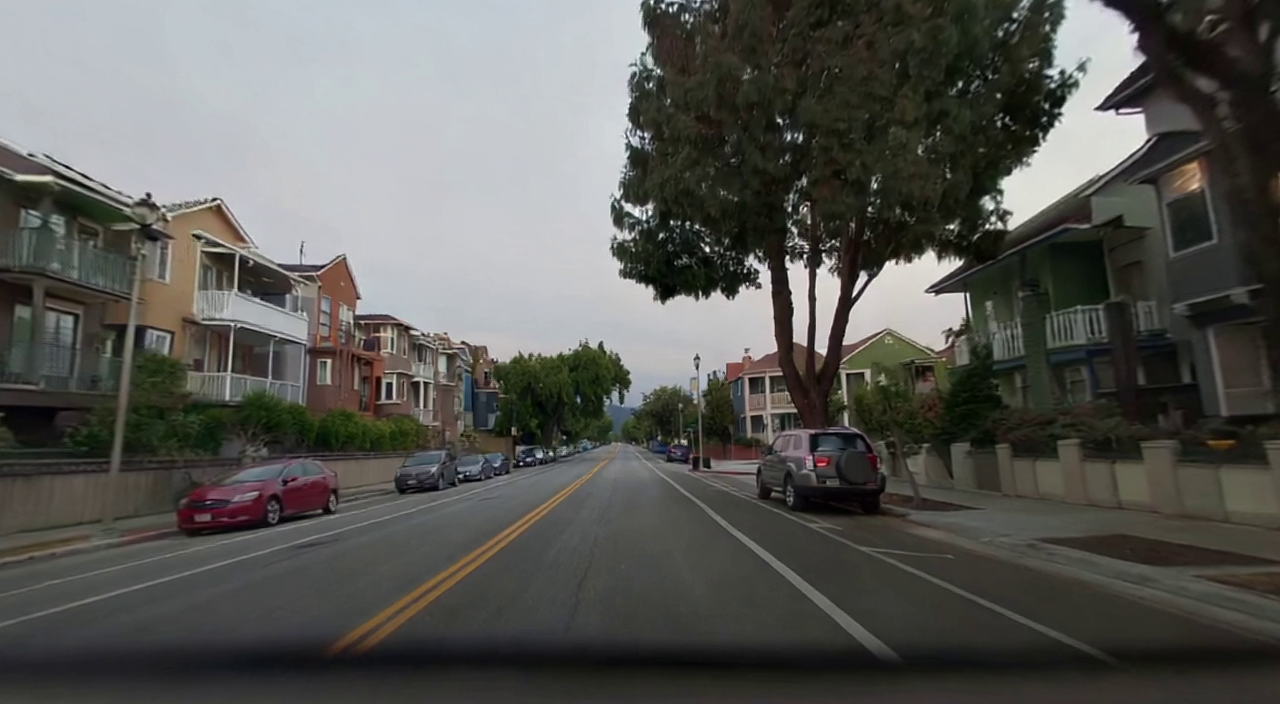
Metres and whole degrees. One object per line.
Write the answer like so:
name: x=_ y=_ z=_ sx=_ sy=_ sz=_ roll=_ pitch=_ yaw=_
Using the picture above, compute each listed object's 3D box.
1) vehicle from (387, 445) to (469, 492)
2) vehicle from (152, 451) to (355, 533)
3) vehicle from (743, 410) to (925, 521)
vehicle: x=-8.464 y=4.677 z=25.681 sx=1.919 sy=1.698 sz=4.328 roll=-1 pitch=-9 yaw=-1
vehicle: x=-8.447 y=3.052 z=14.430 sx=1.983 sy=1.514 sz=4.459 roll=0 pitch=-9 yaw=-3
vehicle: x=4.132 y=2.571 z=14.840 sx=2.393 sy=2.075 sz=5.683 roll=0 pitch=-8 yaw=-1
